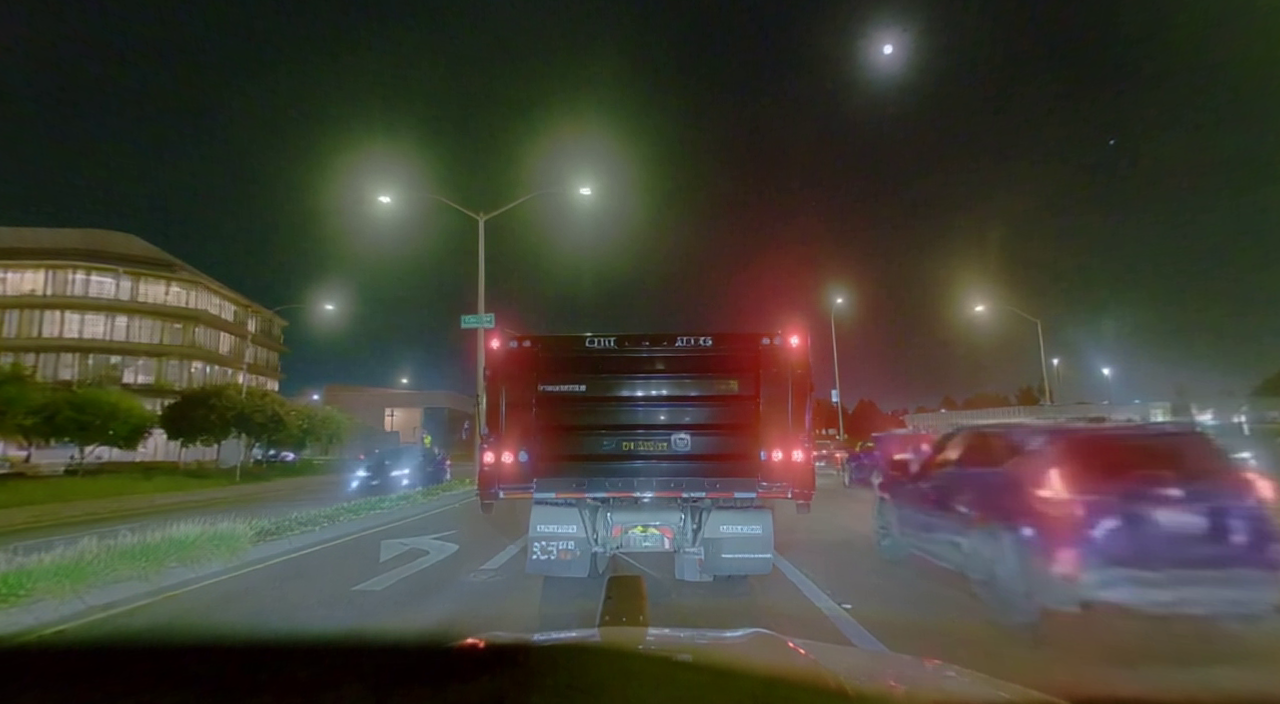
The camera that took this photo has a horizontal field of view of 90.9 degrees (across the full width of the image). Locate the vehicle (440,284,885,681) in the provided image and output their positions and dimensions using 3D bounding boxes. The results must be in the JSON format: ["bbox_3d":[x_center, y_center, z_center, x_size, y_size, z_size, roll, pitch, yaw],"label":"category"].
[{"bbox_3d":[0.260,1.272,7.394,2.650,2.391,7.008,-1,-8,2],"label":"vehicle"}]

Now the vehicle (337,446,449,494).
[{"bbox_3d":[-8.411,4.030,22.016,2.006,1.479,4.643,-1,-8,1],"label":"vehicle"}]

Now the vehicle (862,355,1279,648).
[{"bbox_3d":[4.216,1.299,6.509,2.066,1.910,4.606,0,-8,-1],"label":"vehicle"}]
